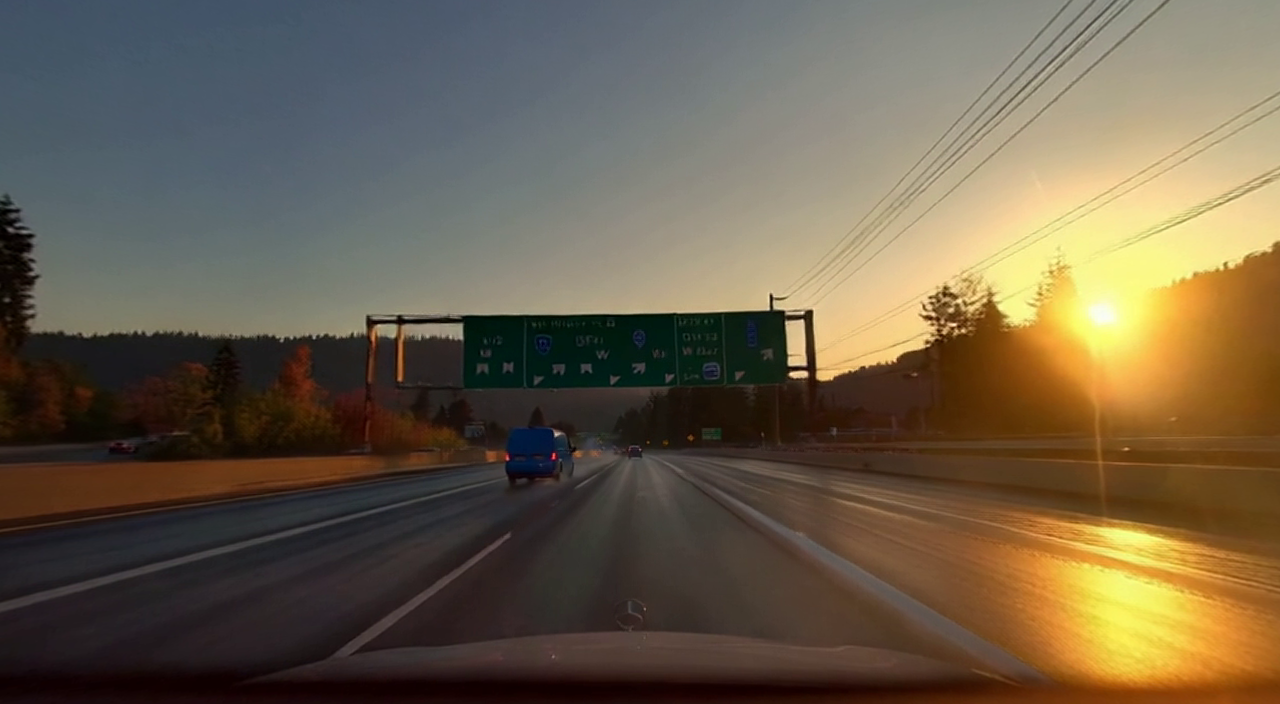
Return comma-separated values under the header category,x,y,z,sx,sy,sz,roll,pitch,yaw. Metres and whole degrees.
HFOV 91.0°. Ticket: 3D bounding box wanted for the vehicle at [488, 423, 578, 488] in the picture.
category,x,y,z,sx,sy,sz,roll,pitch,yaw
vehicle,-3.561,3.557,21.938,2.281,2.025,4.586,0,-8,0
